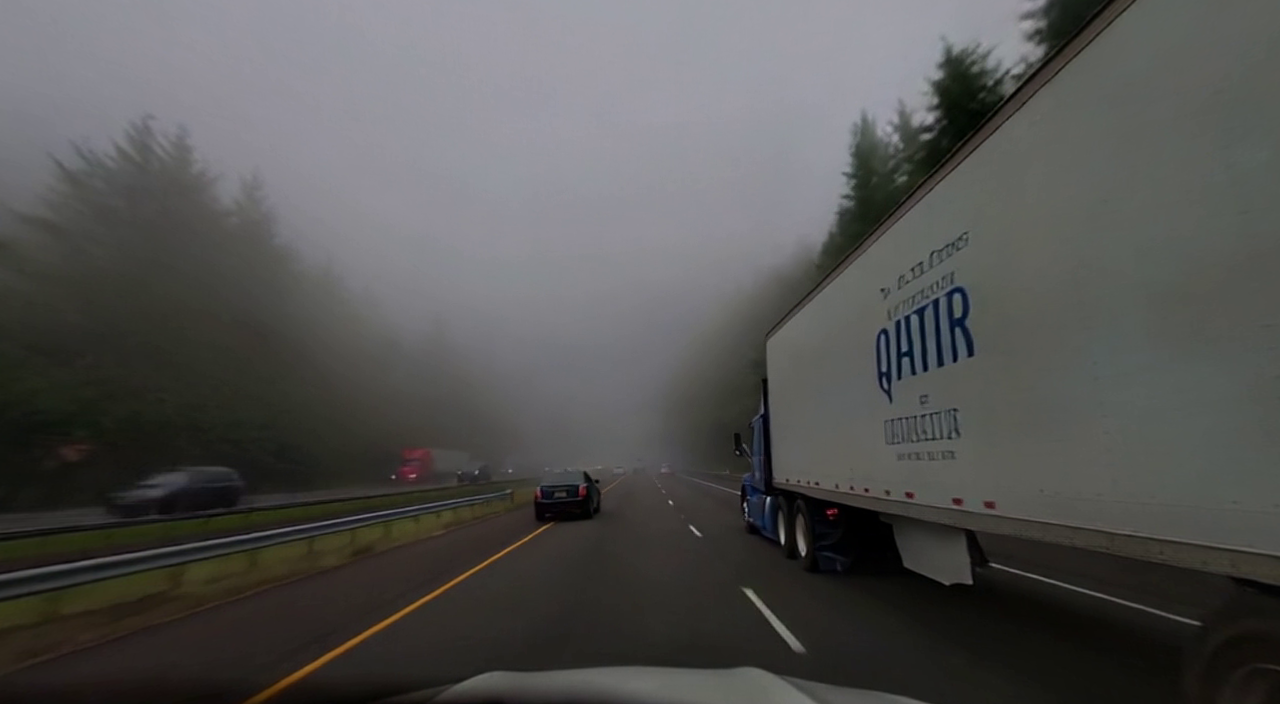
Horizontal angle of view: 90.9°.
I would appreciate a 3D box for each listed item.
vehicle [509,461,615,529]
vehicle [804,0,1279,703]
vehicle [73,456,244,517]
[{"bbox_3d":[-1.734,3.392,15.346,2.032,1.407,3.641,0,-10,1],"label":"vehicle"},{"bbox_3d":[3.833,0.097,3.299,2.871,4.032,10.642,1,-10,-1],"label":"vehicle"},{"bbox_3d":[-16.213,4.553,21.658,2.045,1.809,4.762,1,-10,0],"label":"vehicle"}]
